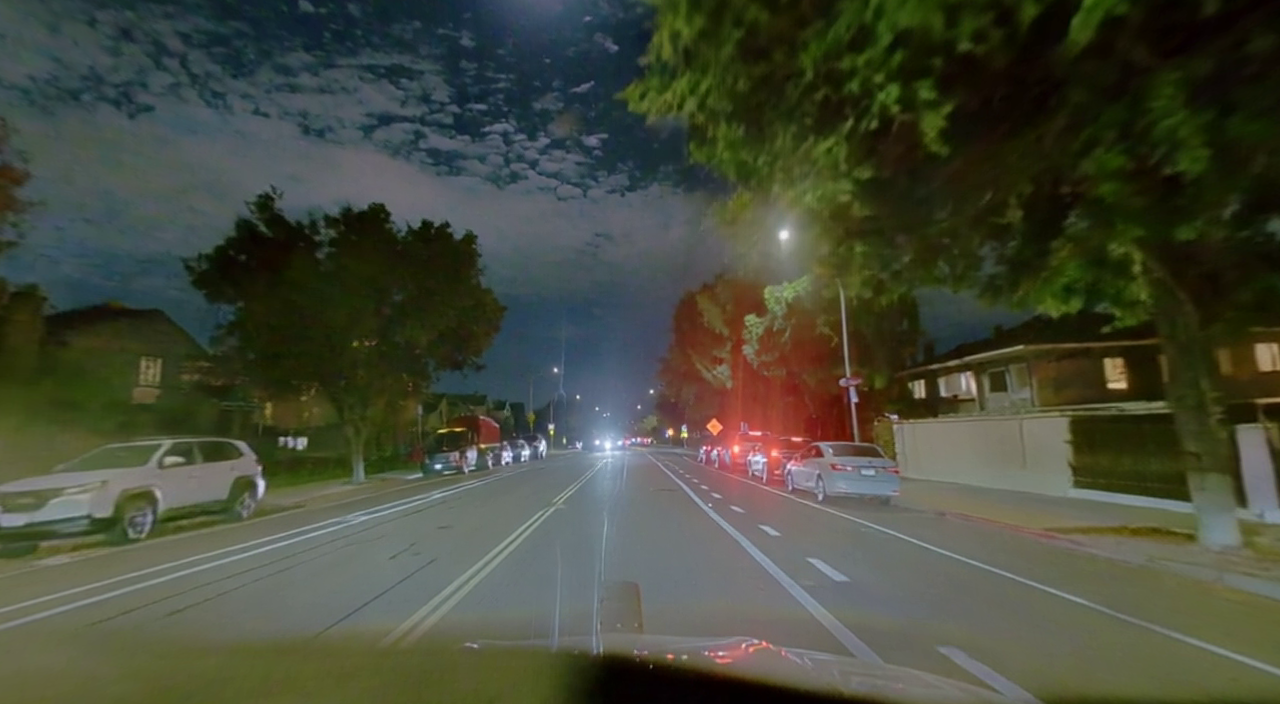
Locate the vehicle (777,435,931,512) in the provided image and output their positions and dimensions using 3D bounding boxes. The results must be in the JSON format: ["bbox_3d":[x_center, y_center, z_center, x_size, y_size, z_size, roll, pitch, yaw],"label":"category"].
[{"bbox_3d":[4.648,2.695,14.514,1.912,1.463,4.477,0,-8,-1],"label":"vehicle"}]

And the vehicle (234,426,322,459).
[{"bbox_3d":[-23.749,5.937,41.360,4.491,2.031,2.045,-1,-8,0],"label":"vehicle"}]

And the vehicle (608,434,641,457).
[{"bbox_3d":[-1.030,6.356,42.869,2.151,1.481,4.084,0,-8,0],"label":"vehicle"}]

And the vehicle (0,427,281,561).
[{"bbox_3d":[-8.203,2.138,10.325,1.950,1.672,4.664,0,-8,-2],"label":"vehicle"}]

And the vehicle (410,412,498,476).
[{"bbox_3d":[-8.165,4.093,28.135,2.526,2.631,4.228,0,-8,1],"label":"vehicle"}]

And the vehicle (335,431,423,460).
[{"bbox_3d":[-16.902,6.105,40.958,4.779,1.823,1.964,0,-8,0],"label":"vehicle"}]
